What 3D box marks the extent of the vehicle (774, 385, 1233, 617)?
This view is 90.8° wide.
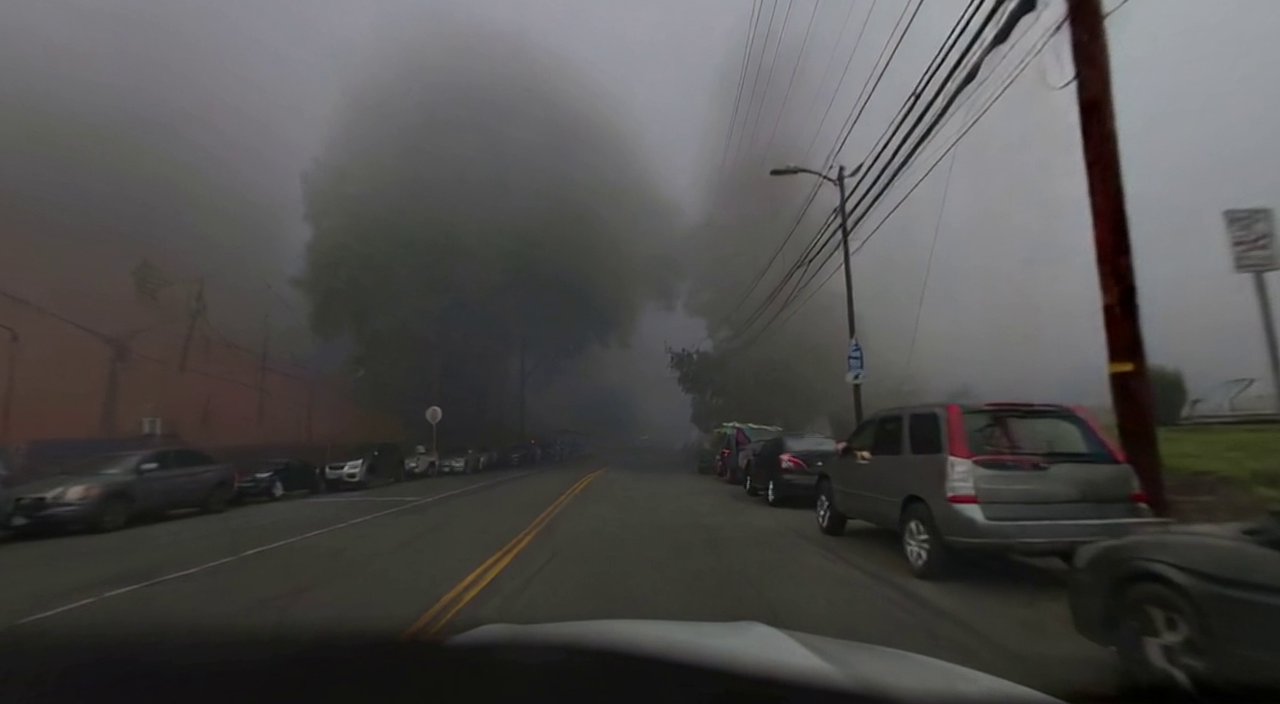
[{"bbox_3d":[3.234,1.438,7.111,2.156,1.702,4.687,0,-8,-3],"label":"vehicle"}]

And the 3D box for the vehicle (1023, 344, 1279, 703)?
[{"bbox_3d":[3.289,0.656,1.214,2.098,1.624,4.477,0,-8,-3],"label":"vehicle"}]

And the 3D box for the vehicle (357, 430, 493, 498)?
[{"bbox_3d":[-6.264,3.278,19.120,2.081,1.760,4.598,0,-7,6],"label":"vehicle"}]

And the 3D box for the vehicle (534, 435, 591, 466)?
[{"bbox_3d":[-5.270,6.833,44.068,2.319,2.021,5.762,-2,-8,10],"label":"vehicle"}]

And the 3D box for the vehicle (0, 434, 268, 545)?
[{"bbox_3d":[-10.633,2.808,13.459,2.134,1.775,4.706,-8,-10,8],"label":"vehicle"}]
